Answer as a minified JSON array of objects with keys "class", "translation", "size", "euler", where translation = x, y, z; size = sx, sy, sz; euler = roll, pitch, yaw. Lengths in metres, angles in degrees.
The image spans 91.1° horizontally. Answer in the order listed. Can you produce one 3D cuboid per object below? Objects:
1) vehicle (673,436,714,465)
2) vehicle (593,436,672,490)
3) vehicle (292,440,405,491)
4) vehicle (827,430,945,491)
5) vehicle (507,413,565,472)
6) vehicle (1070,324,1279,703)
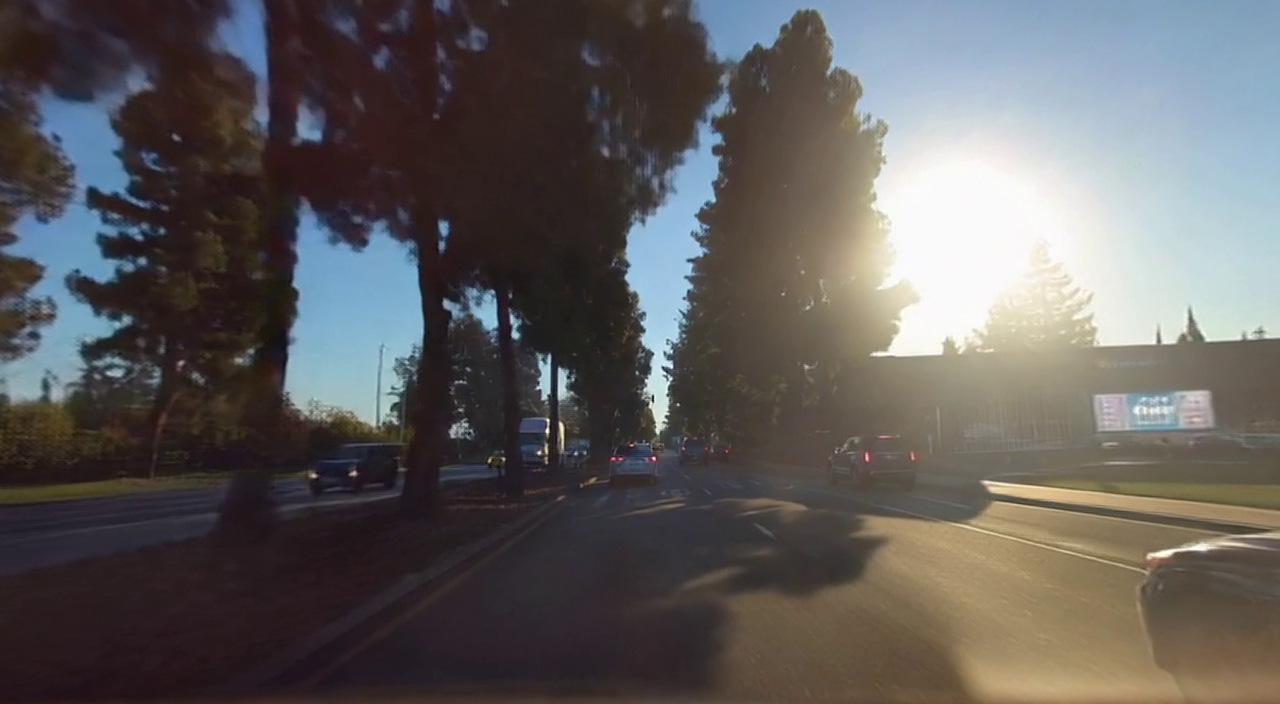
[{"class":"vehicle","translation":[4.117,7.716,49.166],"size":[2.716,2.131,5.766],"euler":[0,-9,0]},{"class":"vehicle","translation":[-0.213,3.565,20.448],"size":[2.315,1.563,4.080],"euler":[0,-9,0]},{"class":"vehicle","translation":[-11.673,4.548,25.597],"size":[2.172,1.865,4.728],"euler":[0,-9,2]},{"class":"vehicle","translation":[7.887,3.517,20.688],"size":[2.090,1.768,4.407],"euler":[0,-9,0]},{"class":"vehicle","translation":[-7.915,7.020,48.873],"size":[3.021,4.215,7.024],"euler":[0,-8,2]},{"class":"vehicle","translation":[3.552,0.604,1.321],"size":[2.090,1.763,4.560],"euler":[0,-9,1]}]
